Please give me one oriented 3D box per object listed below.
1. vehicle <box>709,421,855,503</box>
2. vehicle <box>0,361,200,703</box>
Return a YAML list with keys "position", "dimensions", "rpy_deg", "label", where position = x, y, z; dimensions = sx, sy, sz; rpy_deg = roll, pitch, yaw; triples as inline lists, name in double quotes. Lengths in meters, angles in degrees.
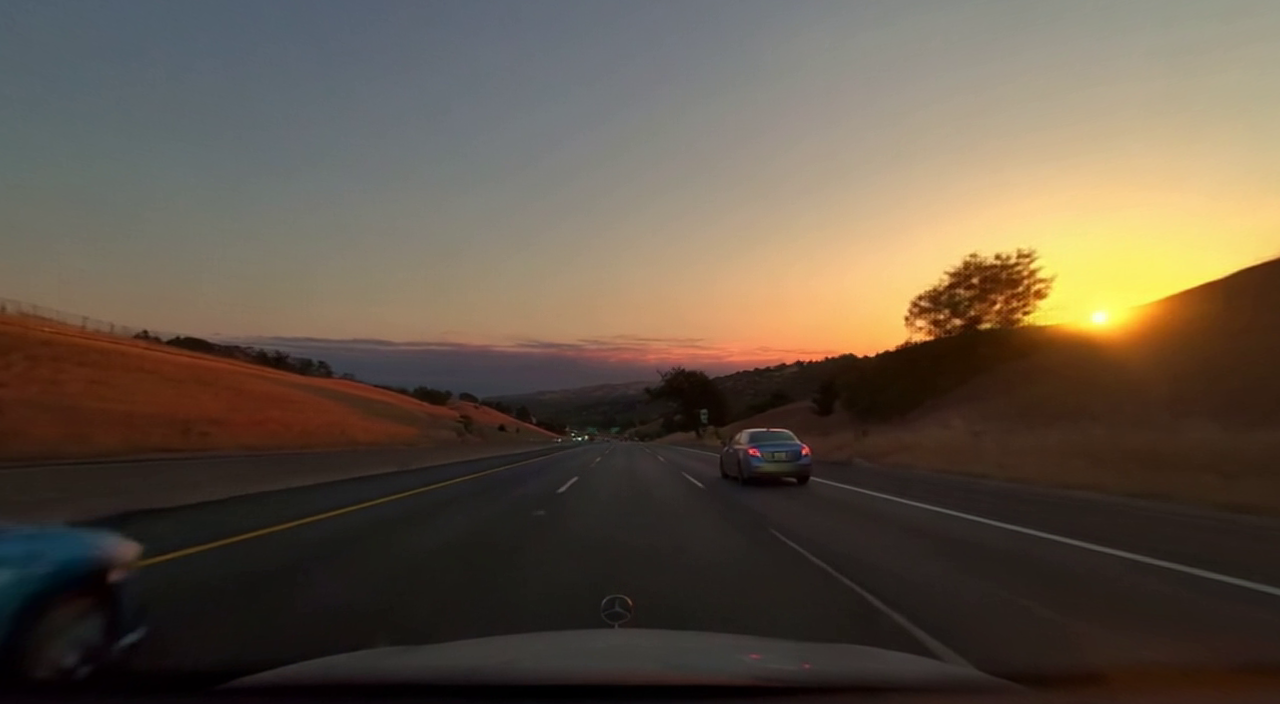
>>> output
- position: [3.129, 2.540, 14.968]
  dimensions: [2.349, 1.651, 4.161]
  rpy_deg: [0, -8, -2]
  label: "vehicle"
- position: [-3.735, 0.701, 1.512]
  dimensions: [2.206, 1.604, 4.374]
  rpy_deg: [0, -8, -1]
  label: "vehicle"
